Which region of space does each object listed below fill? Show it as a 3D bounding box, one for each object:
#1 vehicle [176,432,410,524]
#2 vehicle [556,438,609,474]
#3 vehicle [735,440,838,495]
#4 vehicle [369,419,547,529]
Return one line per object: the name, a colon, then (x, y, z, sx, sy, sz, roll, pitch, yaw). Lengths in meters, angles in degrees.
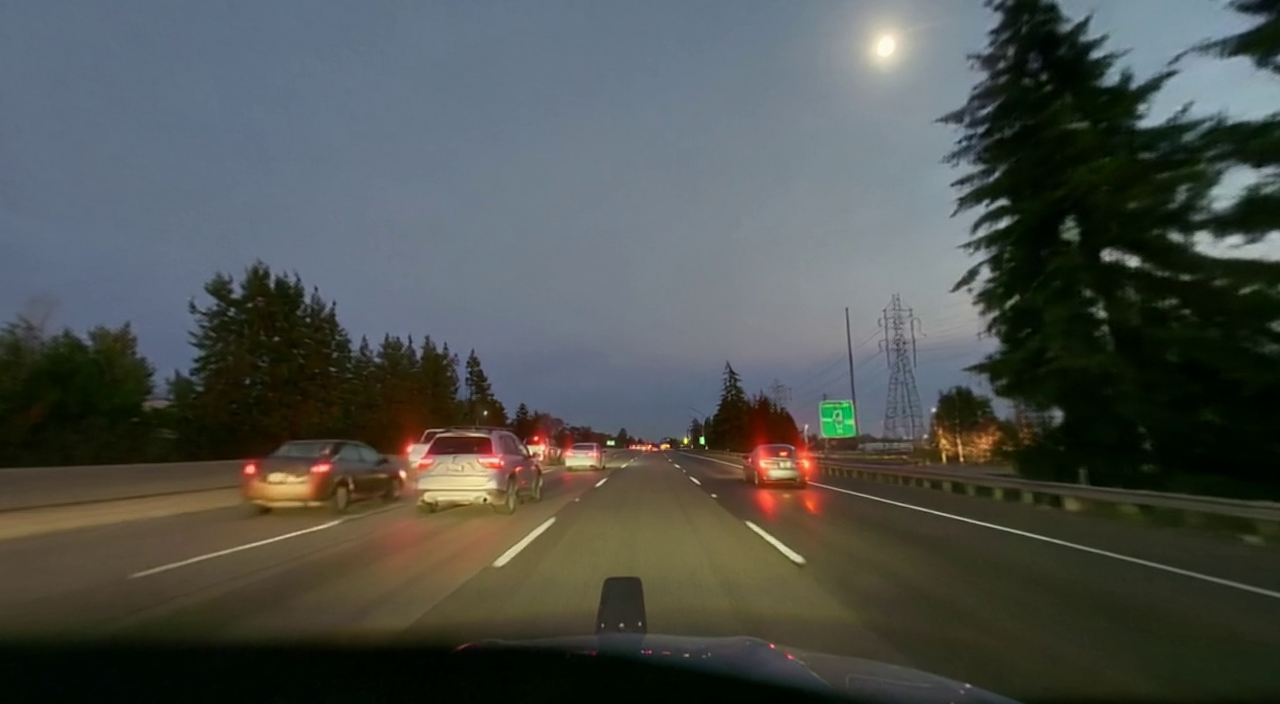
vehicle: (-6.759, 2.493, 13.138, 2.049, 1.544, 4.866, 0, -8, 1)
vehicle: (-2.832, 5.263, 32.044, 2.133, 1.668, 4.505, 0, -8, 2)
vehicle: (4.288, 3.441, 19.270, 2.022, 1.472, 4.678, 0, -8, 0)
vehicle: (-3.319, 2.332, 12.641, 2.133, 1.775, 4.530, 0, -8, 1)
